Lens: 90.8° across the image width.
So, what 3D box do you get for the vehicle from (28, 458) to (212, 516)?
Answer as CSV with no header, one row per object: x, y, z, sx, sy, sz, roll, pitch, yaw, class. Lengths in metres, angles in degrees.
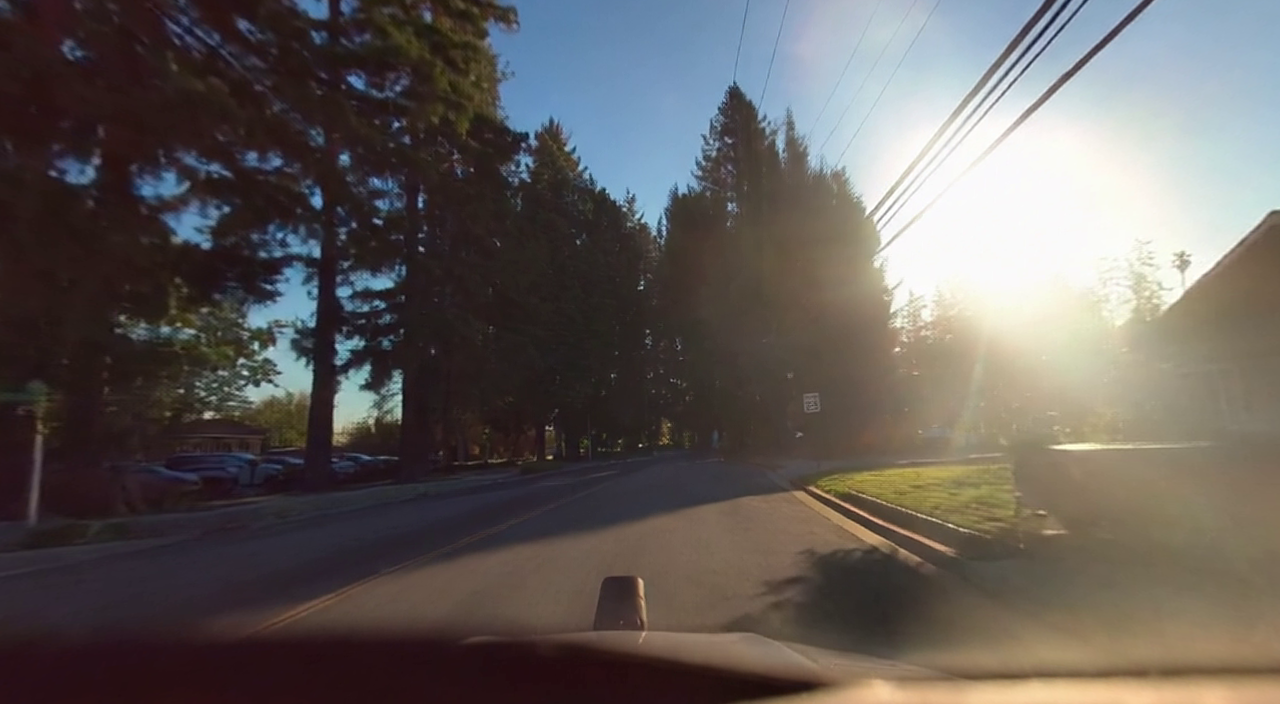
-18.022,4.656,22.252,4.675,1.442,1.906,-1,-7,-27,vehicle

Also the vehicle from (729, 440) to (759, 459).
8.057,7.590,49.190,1.990,1.435,4.526,-1,-8,6,vehicle

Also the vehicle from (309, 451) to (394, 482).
-16.070,6.403,35.444,4.123,1.603,1.906,3,-9,-20,vehicle
